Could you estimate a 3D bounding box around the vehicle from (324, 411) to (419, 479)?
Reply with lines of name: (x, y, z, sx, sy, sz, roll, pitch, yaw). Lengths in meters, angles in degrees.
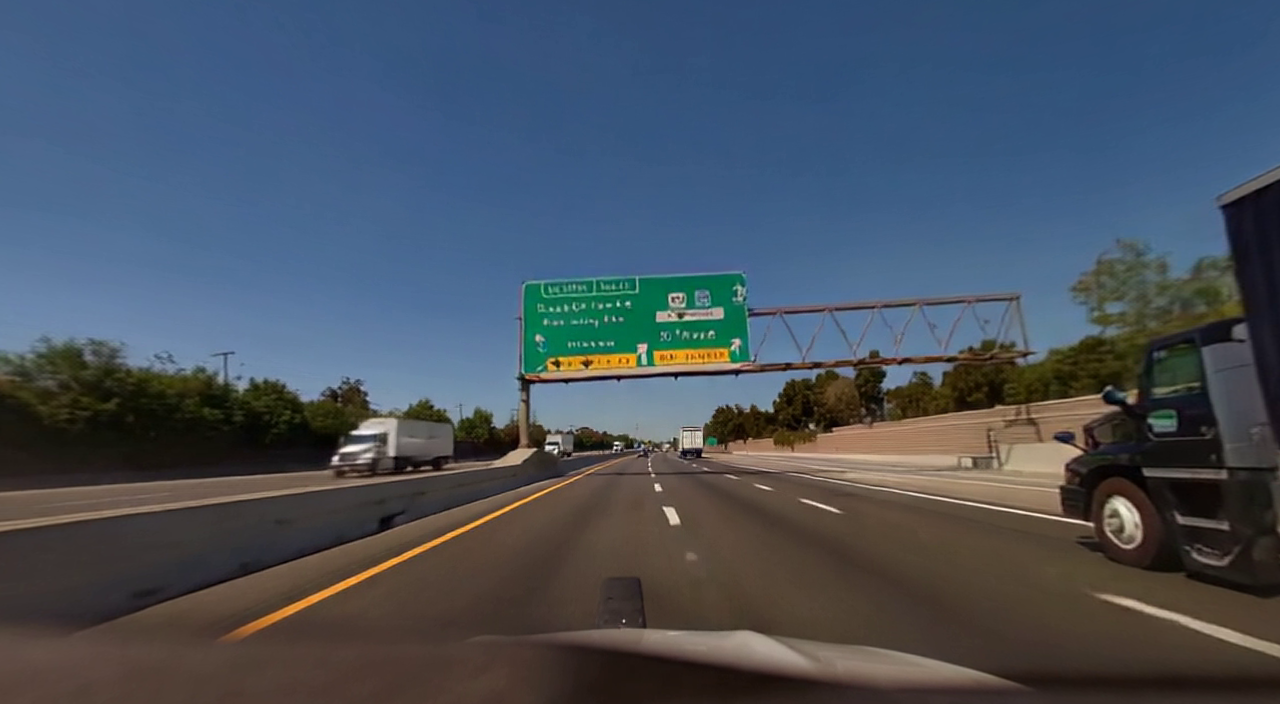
vehicle: (-16.126, 5.673, 38.343, 2.932, 3.817, 6.028, 0, -9, 1)
